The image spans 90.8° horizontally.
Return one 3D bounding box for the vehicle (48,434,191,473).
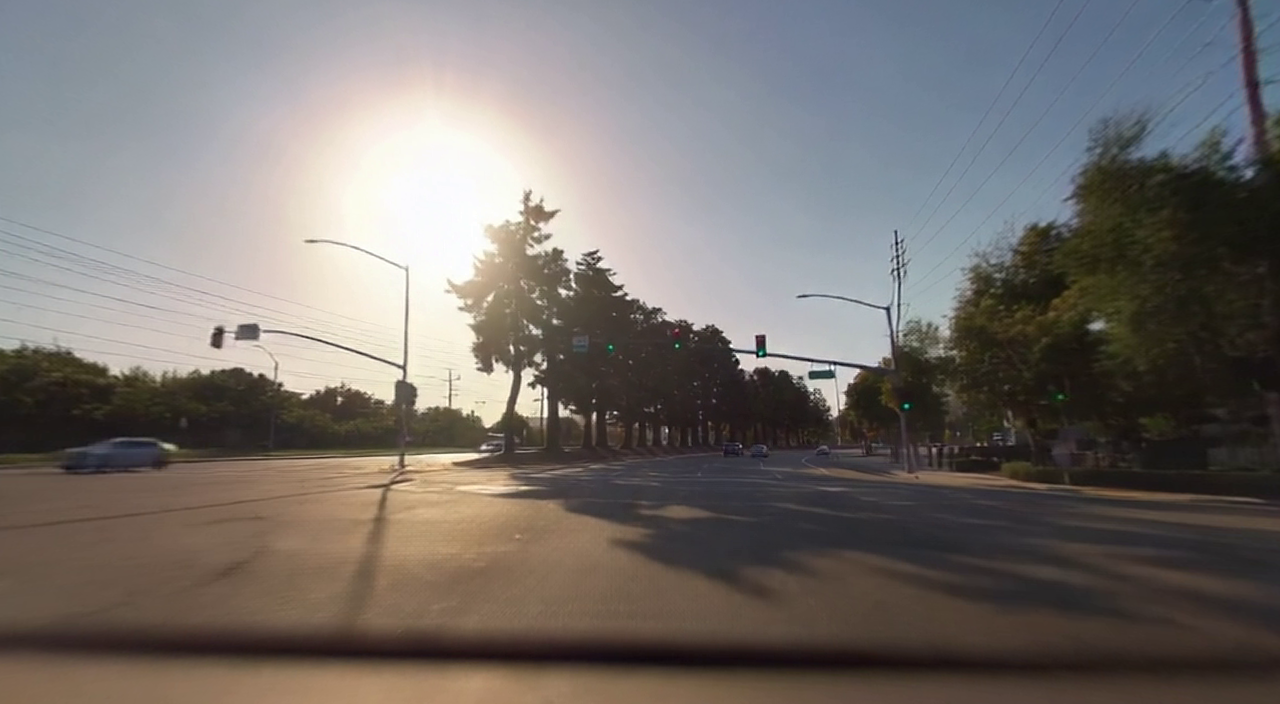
[{"bbox_3d":[-21.416,4.200,26.300,1.844,1.455,4.538,-1,-9,5],"label":"vehicle"}]
